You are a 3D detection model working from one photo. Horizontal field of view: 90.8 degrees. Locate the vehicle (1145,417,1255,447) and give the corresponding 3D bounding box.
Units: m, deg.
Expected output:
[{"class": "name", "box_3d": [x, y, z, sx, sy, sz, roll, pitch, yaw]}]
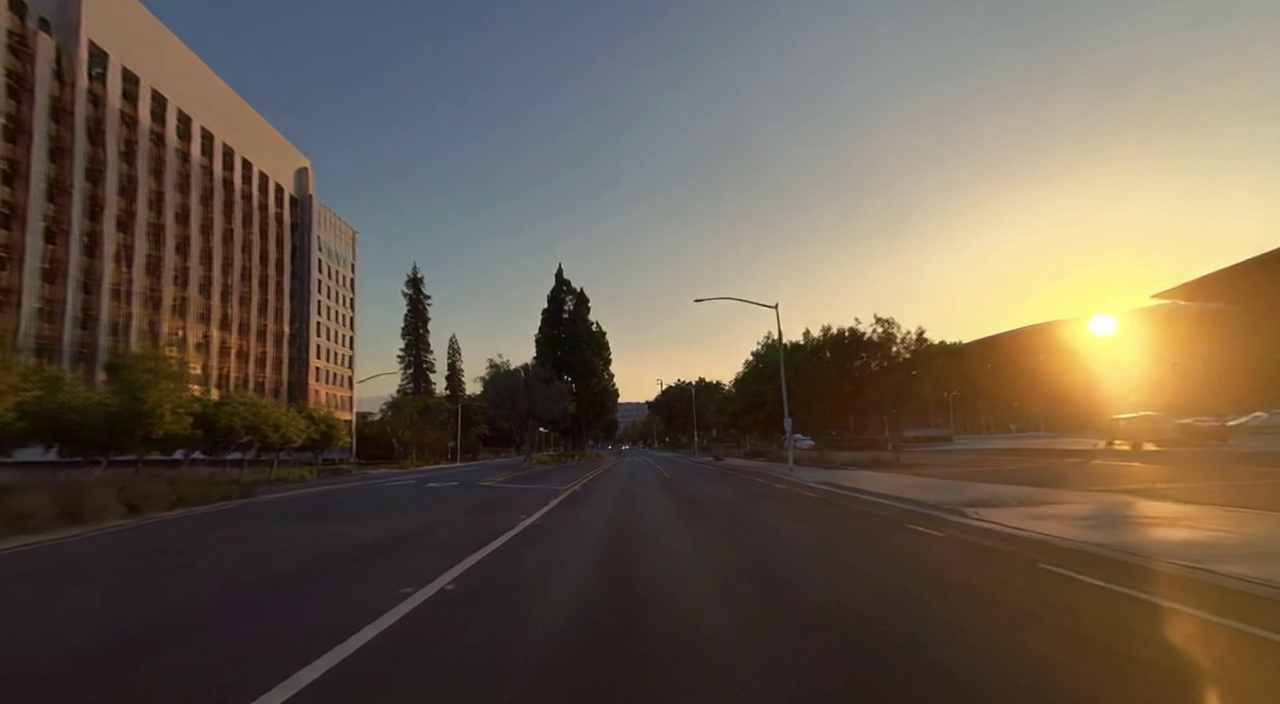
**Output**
[{"class": "vehicle", "box_3d": [32.679, 4.708, 36.951, 4.531, 1.672, 1.895, 0, -9, 0]}]
